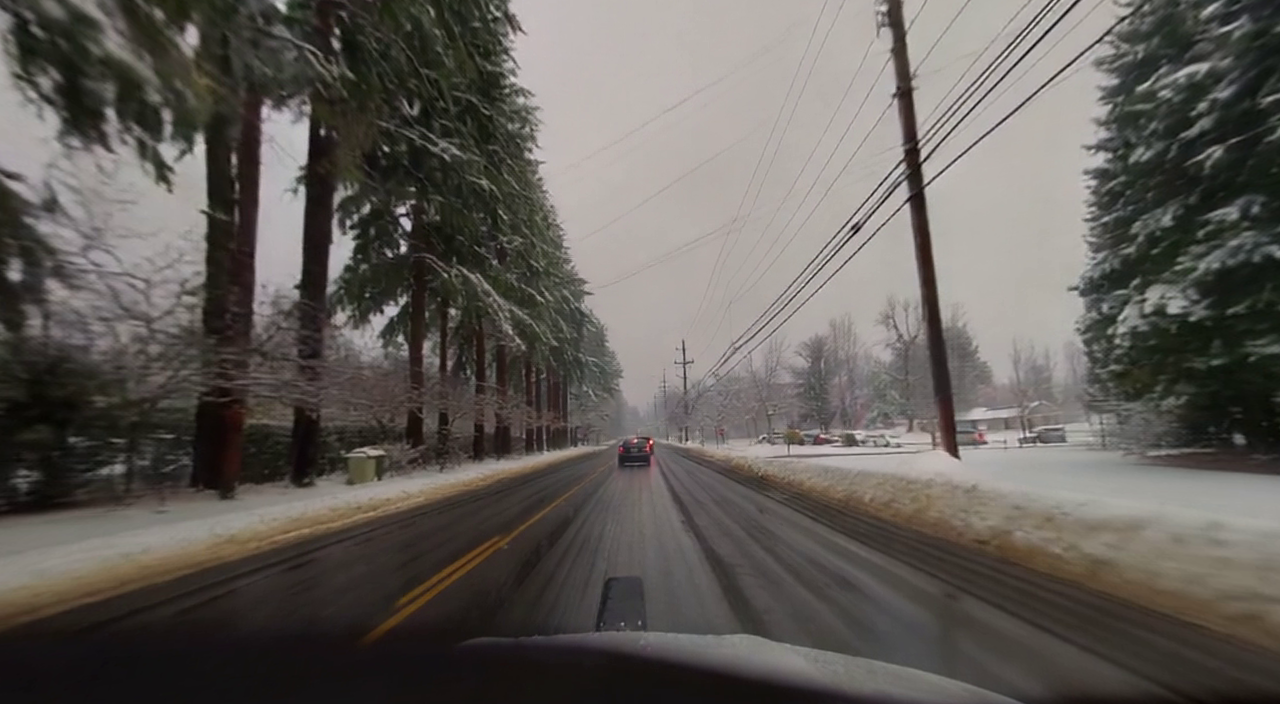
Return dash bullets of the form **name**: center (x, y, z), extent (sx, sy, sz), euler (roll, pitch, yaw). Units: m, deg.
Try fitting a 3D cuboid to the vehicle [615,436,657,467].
- **vehicle**: center (-0.206, 5.025, 31.753), extent (1.991, 1.463, 3.988), euler (0, -8, 0)
